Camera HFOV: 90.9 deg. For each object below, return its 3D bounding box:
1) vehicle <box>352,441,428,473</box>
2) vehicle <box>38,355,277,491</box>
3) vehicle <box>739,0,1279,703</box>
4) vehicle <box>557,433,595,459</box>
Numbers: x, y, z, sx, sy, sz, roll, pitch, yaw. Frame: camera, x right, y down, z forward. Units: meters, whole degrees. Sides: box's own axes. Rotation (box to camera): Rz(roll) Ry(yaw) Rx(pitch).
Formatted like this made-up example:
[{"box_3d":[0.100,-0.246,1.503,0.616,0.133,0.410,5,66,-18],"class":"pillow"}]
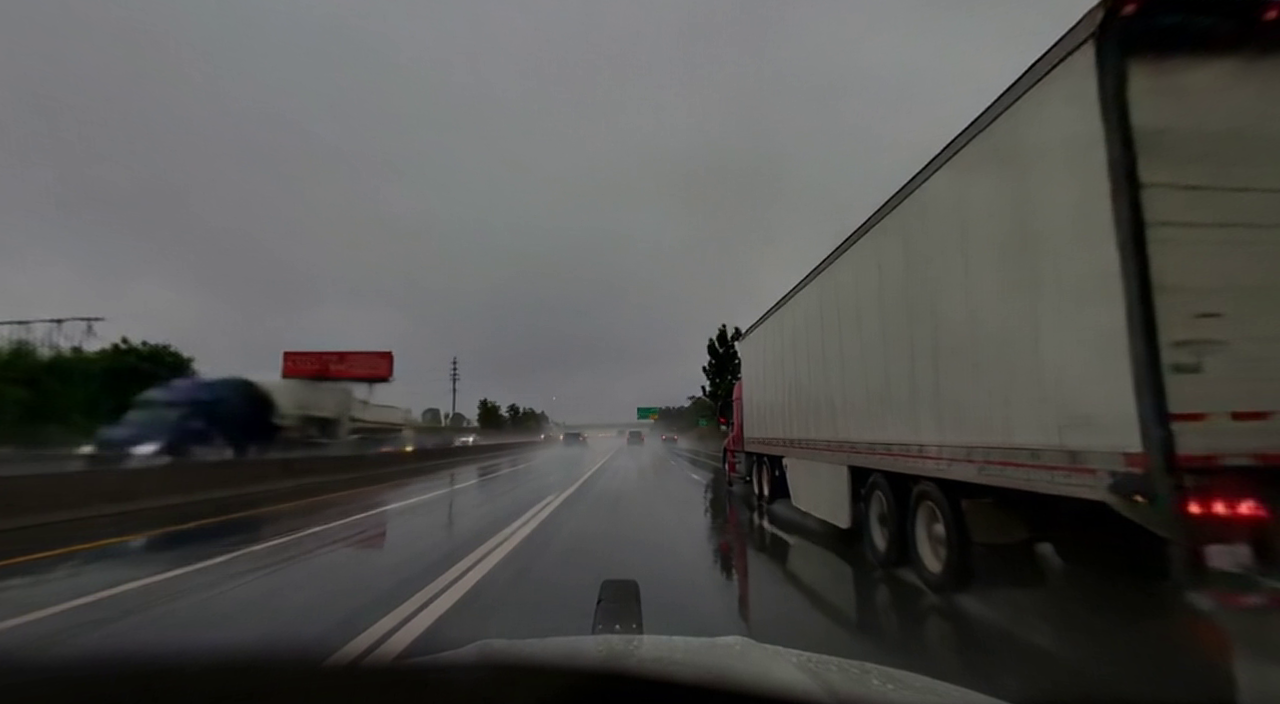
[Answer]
[{"box_3d":[-11.798,4.950,30.031,2.053,1.404,4.032,0,-8,-1],"class":"vehicle"},{"box_3d":[-15.515,2.401,21.050,3.132,3.881,5.928,0,-8,-1],"class":"vehicle"},{"box_3d":[3.914,0.529,8.765,2.871,3.815,11.331,0,-8,-2],"class":"vehicle"},{"box_3d":[-3.732,5.535,37.318,1.930,1.484,3.849,0,-8,-1],"class":"vehicle"}]
